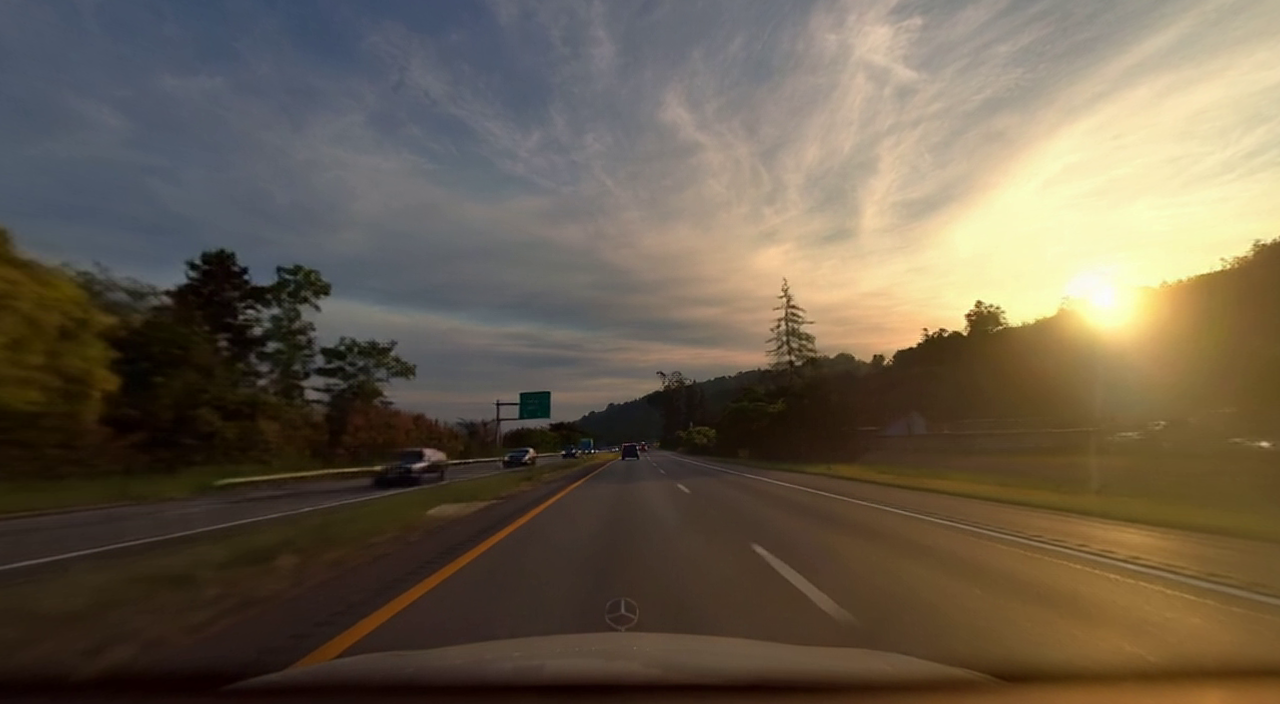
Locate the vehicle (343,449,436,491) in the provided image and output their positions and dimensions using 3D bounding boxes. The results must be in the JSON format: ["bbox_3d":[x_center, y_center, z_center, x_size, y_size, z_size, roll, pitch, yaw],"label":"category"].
[{"bbox_3d":[-10.044,4.720,25.520,1.930,1.526,4.458,0,-9,0],"label":"vehicle"}]
